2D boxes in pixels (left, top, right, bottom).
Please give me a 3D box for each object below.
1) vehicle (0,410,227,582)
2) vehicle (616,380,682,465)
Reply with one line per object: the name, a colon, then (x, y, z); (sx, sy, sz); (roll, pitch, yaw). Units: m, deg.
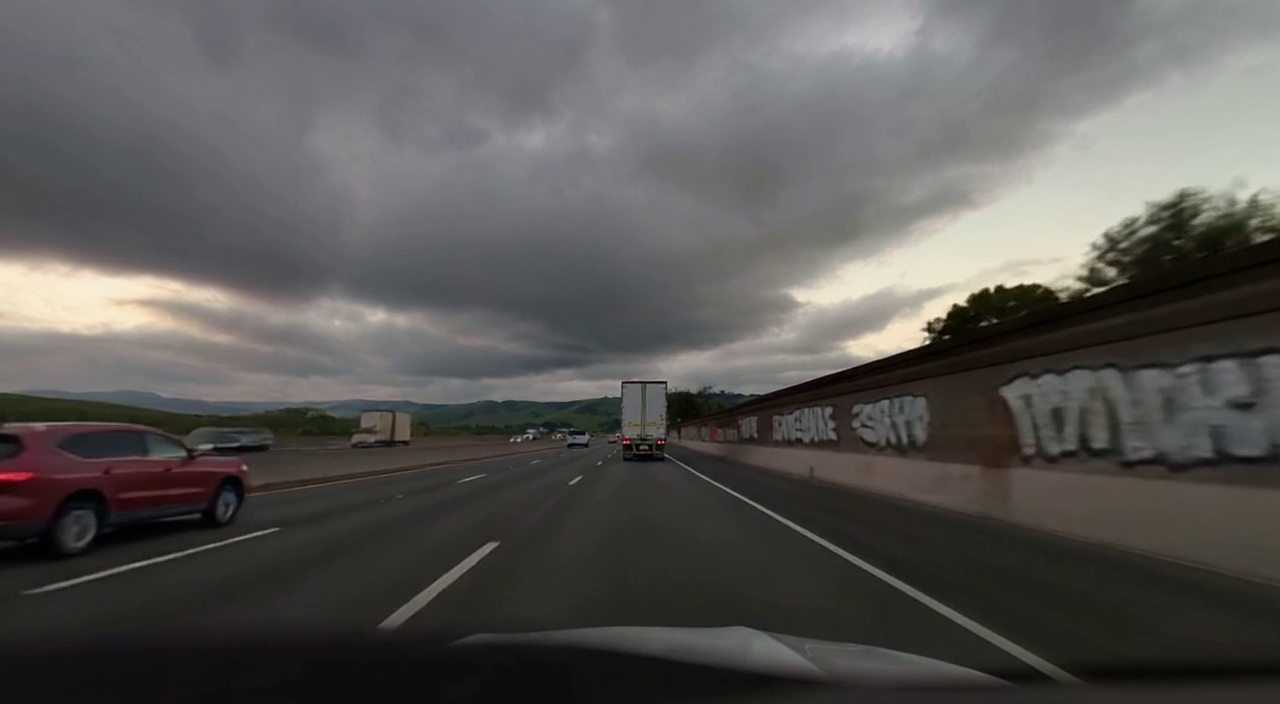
vehicle: (-6.733, 1.390, 6.406); (1.982, 1.535, 4.519); (0, -8, 0)
vehicle: (0.200, 3.872, 33.620); (2.921, 3.765, 10.773); (1, -8, -2)
